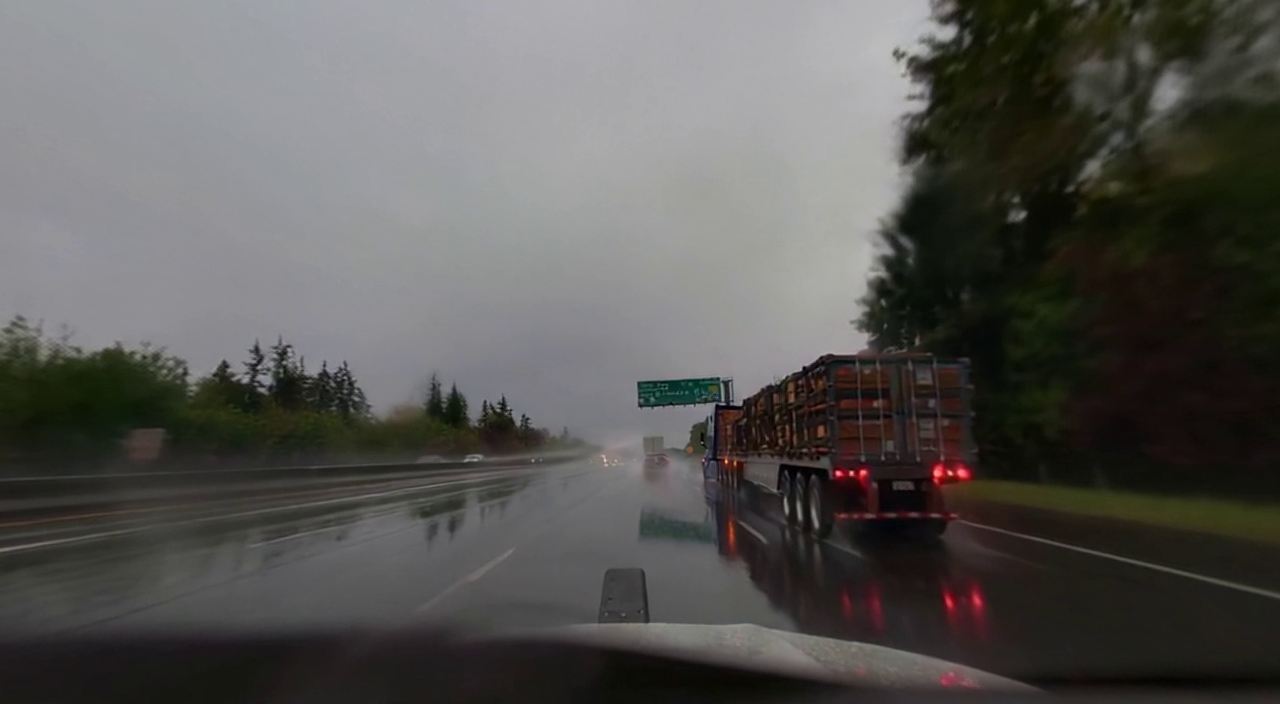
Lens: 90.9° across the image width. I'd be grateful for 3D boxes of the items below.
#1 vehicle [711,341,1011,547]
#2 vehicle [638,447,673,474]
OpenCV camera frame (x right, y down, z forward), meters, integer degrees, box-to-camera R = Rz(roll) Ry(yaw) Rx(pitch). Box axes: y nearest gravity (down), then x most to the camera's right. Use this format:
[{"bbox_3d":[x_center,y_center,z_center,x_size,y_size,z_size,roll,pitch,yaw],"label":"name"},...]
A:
[{"bbox_3d":[4.437,2.771,19.118,2.917,3.179,18.723,0,-8,1],"label":"vehicle"},{"bbox_3d":[0.946,6.693,39.051,2.042,1.528,4.300,0,-8,0],"label":"vehicle"}]
